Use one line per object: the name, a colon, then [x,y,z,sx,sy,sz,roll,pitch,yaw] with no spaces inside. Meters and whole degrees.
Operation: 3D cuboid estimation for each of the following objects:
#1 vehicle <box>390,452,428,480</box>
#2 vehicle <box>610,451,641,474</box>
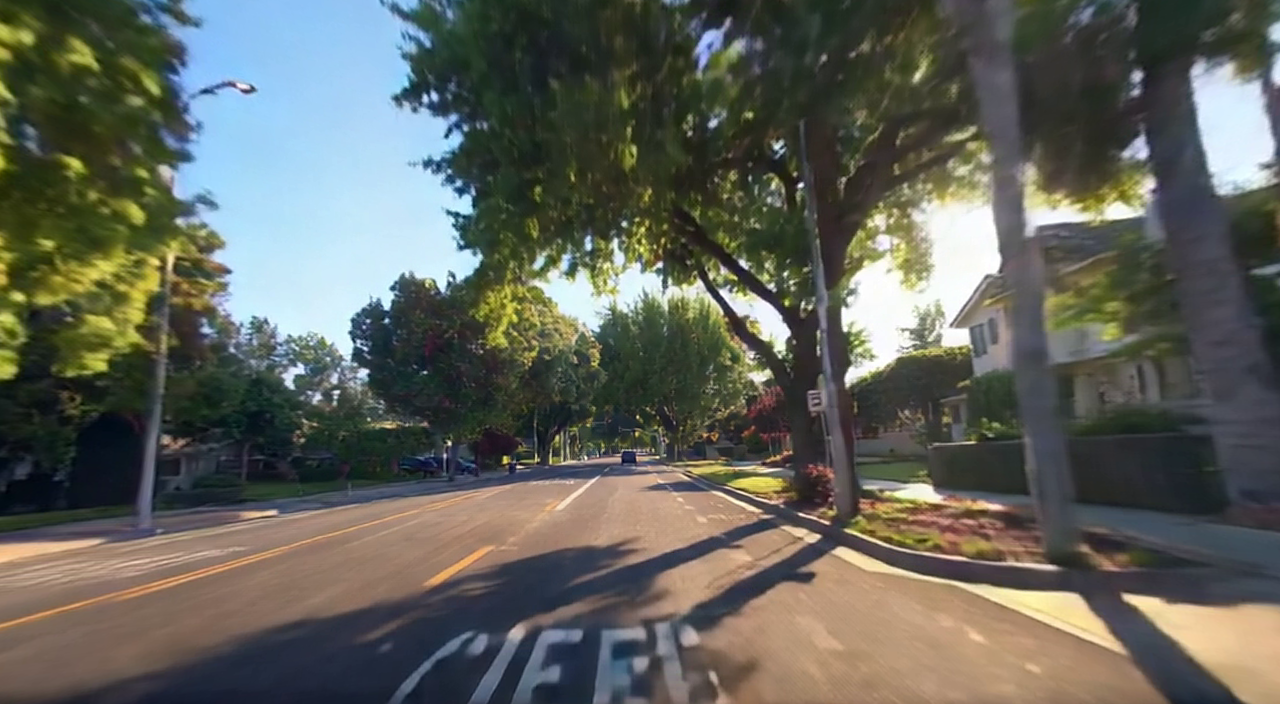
vehicle: [-17.202,8.434,46.901,2.378,1.922,5.801,4,-10,-21]
vehicle: [-1.086,7.791,44.827,2.104,1.500,3.815,1,-9,-2]
